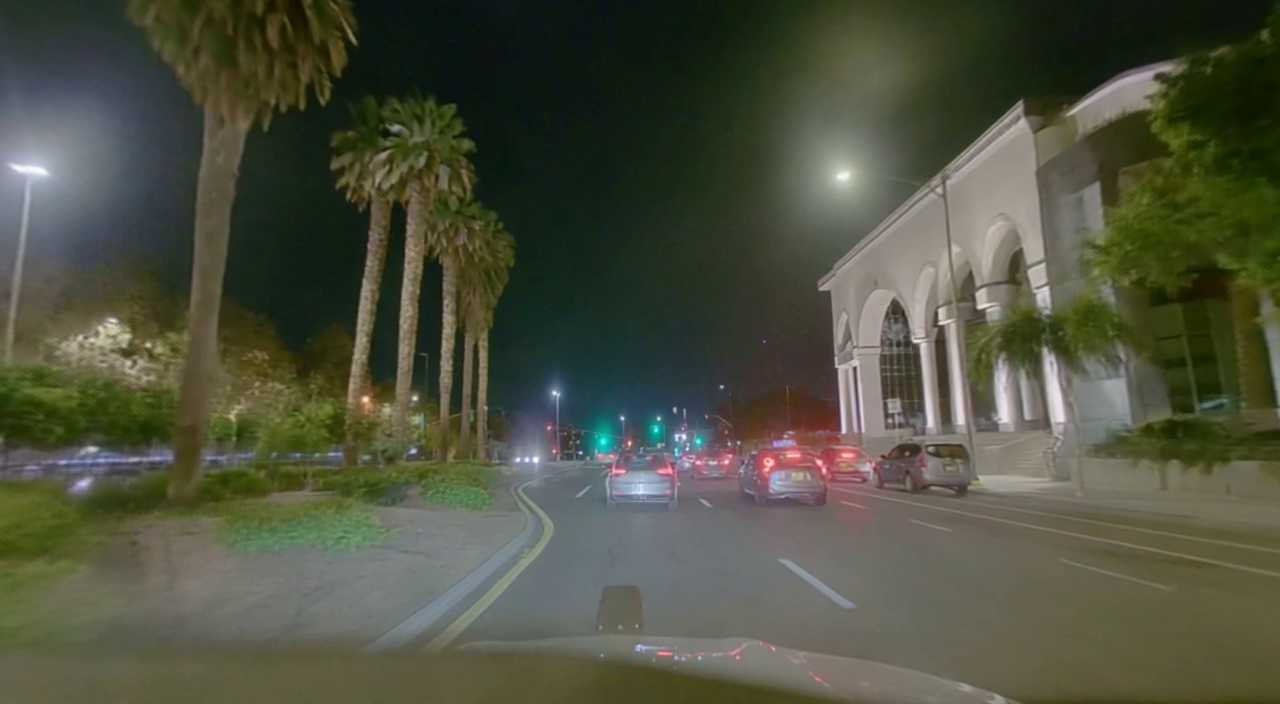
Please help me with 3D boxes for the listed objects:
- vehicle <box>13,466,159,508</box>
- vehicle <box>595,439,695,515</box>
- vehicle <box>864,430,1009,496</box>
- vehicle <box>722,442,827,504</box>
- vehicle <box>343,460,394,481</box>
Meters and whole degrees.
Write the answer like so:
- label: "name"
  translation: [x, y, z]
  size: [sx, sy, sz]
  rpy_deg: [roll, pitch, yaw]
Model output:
- label: "vehicle"
  translation: [-23.917, 5.808, 27.577]
  size: [1.957, 1.493, 4.900]
  rpy_deg: [0, -9, 0]
- label: "vehicle"
  translation: [0.059, 2.832, 14.792]
  size: [2.050, 1.521, 3.747]
  rpy_deg: [0, -9, -1]
- label: "vehicle"
  translation: [8.620, 3.265, 18.955]
  size: [1.994, 1.715, 4.777]
  rpy_deg: [0, -9, 0]
- label: "vehicle"
  translation: [3.496, 3.209, 17.253]
  size: [1.833, 1.465, 4.258]
  rpy_deg: [0, -9, -1]
- label: "vehicle"
  translation: [-20.960, 9.121, 48.937]
  size: [1.856, 1.429, 4.672]
  rpy_deg: [0, -9, 0]
